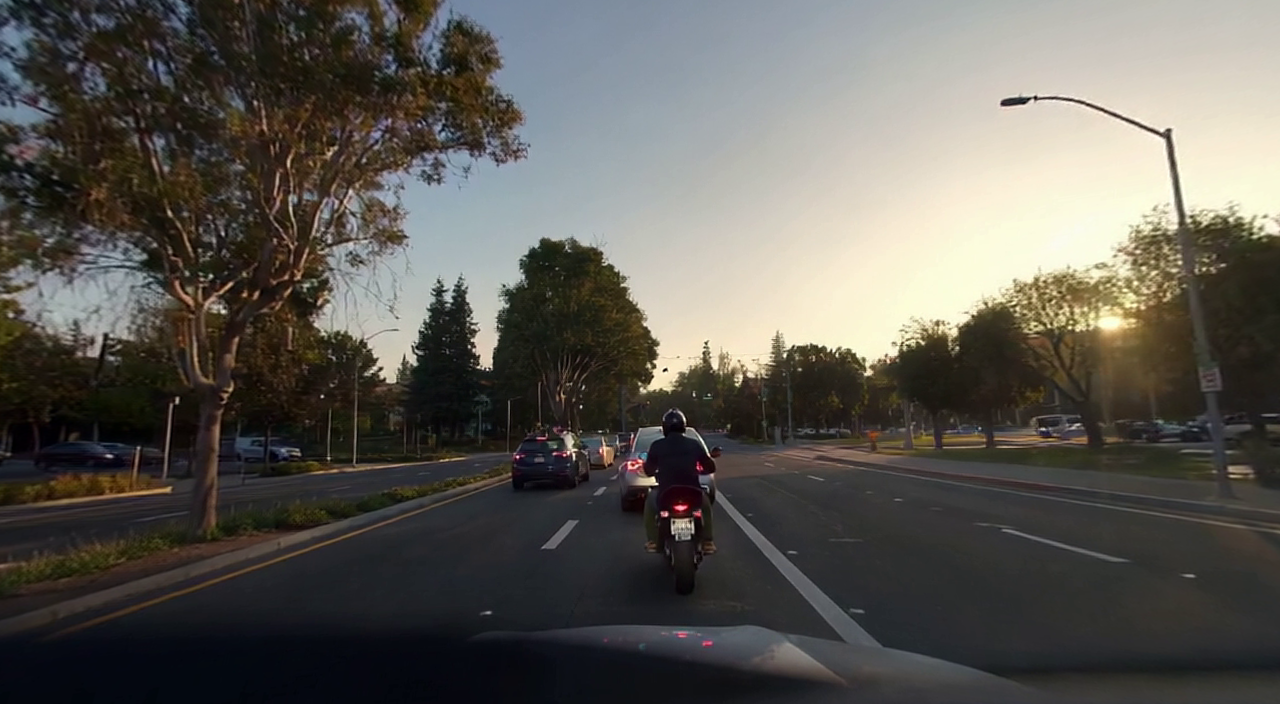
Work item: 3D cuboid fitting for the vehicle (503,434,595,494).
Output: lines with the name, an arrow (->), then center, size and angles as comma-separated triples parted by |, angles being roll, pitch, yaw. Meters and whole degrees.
vehicle -> -2.487, 3.169, 18.208 | 1.979, 1.499, 3.840 | -1, -8, 2

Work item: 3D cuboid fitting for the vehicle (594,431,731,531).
vehicle -> 0.405, 2.237, 11.611 | 2.009, 1.450, 4.608 | -1, -8, 2
